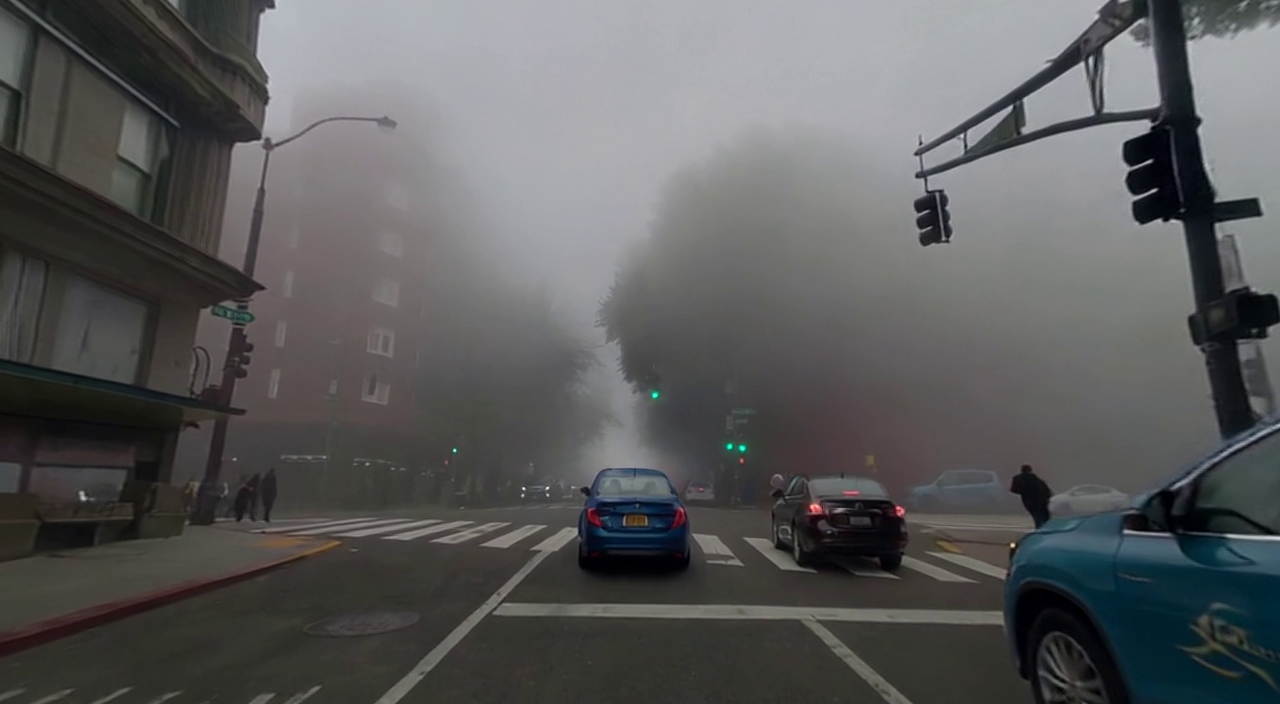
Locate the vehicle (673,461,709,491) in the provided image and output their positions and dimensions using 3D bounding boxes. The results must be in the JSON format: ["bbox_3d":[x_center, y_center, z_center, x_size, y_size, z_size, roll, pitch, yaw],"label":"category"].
[{"bbox_3d":[3.762,9.223,47.244,2.365,1.994,4.259,0,-9,0],"label":"vehicle"}]

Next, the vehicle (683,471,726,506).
[{"bbox_3d":[3.786,8.154,37.894,1.908,1.741,4.066,0,-9,-3],"label":"vehicle"}]

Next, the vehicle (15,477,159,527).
[{"bbox_3d":[-25.348,6.875,29.043,4.588,2.048,2.110,-1,-9,1],"label":"vehicle"}]

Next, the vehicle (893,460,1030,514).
[{"bbox_3d":[14.694,6.177,29.054,4.974,2.266,2.324,0,-9,-1],"label":"vehicle"}]

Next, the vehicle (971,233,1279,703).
[{"bbox_3d":[3.186,0.429,0.444,2.632,1.979,6.096,-1,-9,1],"label":"vehicle"}]

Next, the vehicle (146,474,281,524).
[{"bbox_3d":[-19.507,6.723,28.990,4.750,2.083,2.002,-1,-9,3],"label":"vehicle"}]

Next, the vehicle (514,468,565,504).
[{"bbox_3d":[-6.008,8.052,38.198,2.226,1.896,4.438,-1,-9,1],"label":"vehicle"}]
